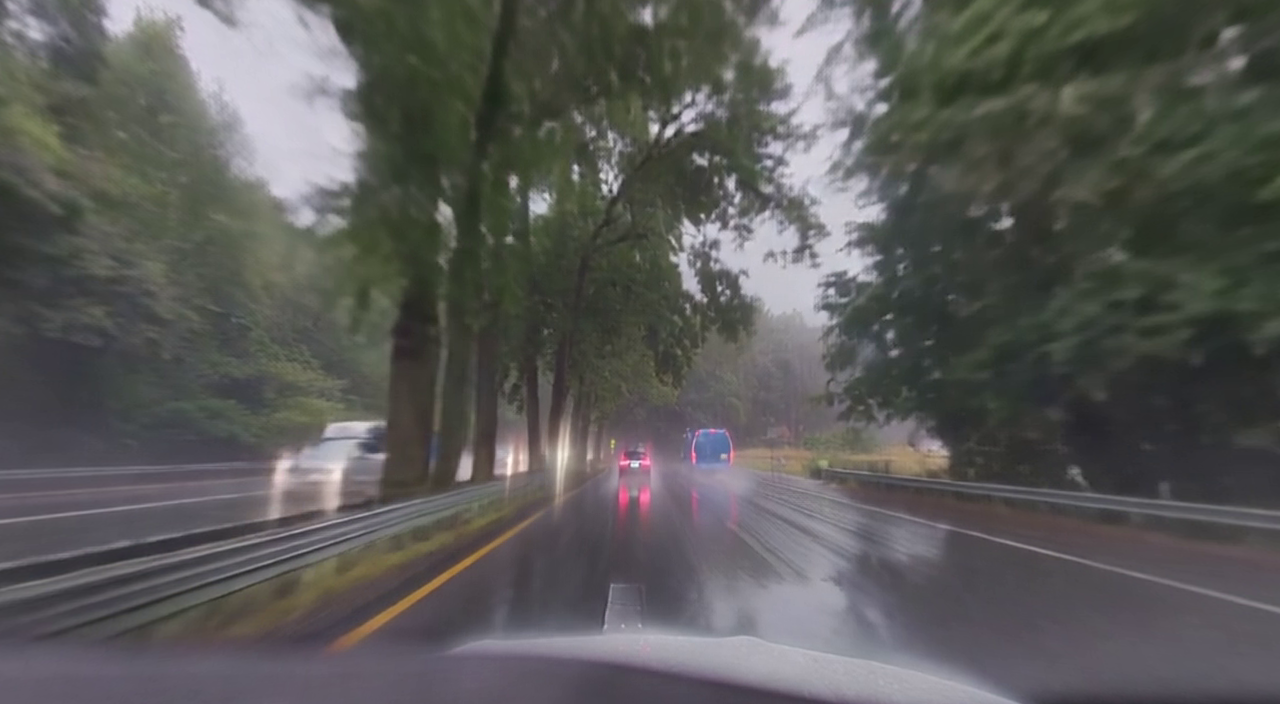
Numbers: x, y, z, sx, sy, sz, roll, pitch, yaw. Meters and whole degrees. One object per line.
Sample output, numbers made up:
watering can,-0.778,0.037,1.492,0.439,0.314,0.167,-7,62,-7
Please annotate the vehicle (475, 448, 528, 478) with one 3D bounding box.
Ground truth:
vehicle,-7.505,6.054,34.656,1.926,1.492,4.272,0,-9,0

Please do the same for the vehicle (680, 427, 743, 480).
vehicle,3.725,5.492,34.225,2.513,2.633,5.930,0,-9,-2

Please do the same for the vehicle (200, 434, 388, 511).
vehicle,-7.503,2.644,14.210,1.911,1.461,3.984,0,-9,1

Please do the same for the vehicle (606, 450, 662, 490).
vehicle,-0.246,4.614,24.976,2.037,1.417,3.885,0,-9,0
